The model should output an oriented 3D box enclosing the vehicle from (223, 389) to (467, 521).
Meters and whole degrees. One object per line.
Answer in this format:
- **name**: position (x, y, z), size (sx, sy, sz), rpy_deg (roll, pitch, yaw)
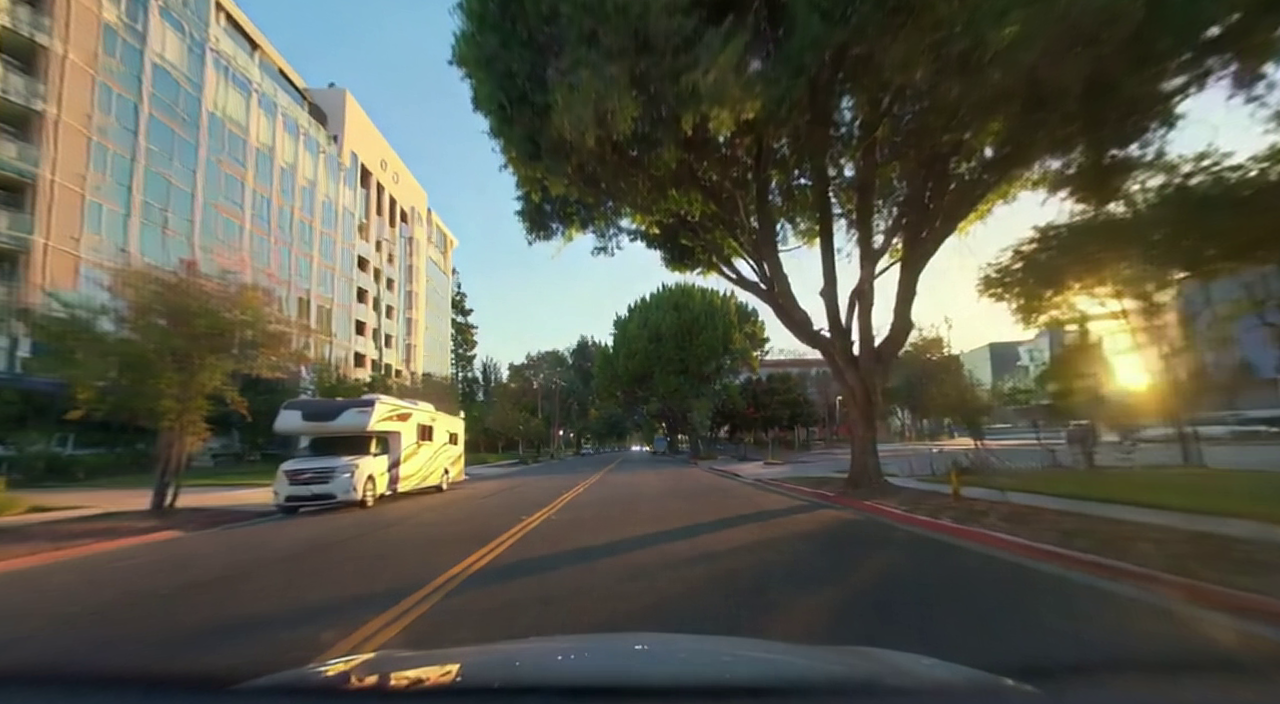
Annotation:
- **vehicle**: position (-7.349, 2.748, 17.425), size (3.108, 2.771, 7.999), rpy_deg (0, -8, -2)
